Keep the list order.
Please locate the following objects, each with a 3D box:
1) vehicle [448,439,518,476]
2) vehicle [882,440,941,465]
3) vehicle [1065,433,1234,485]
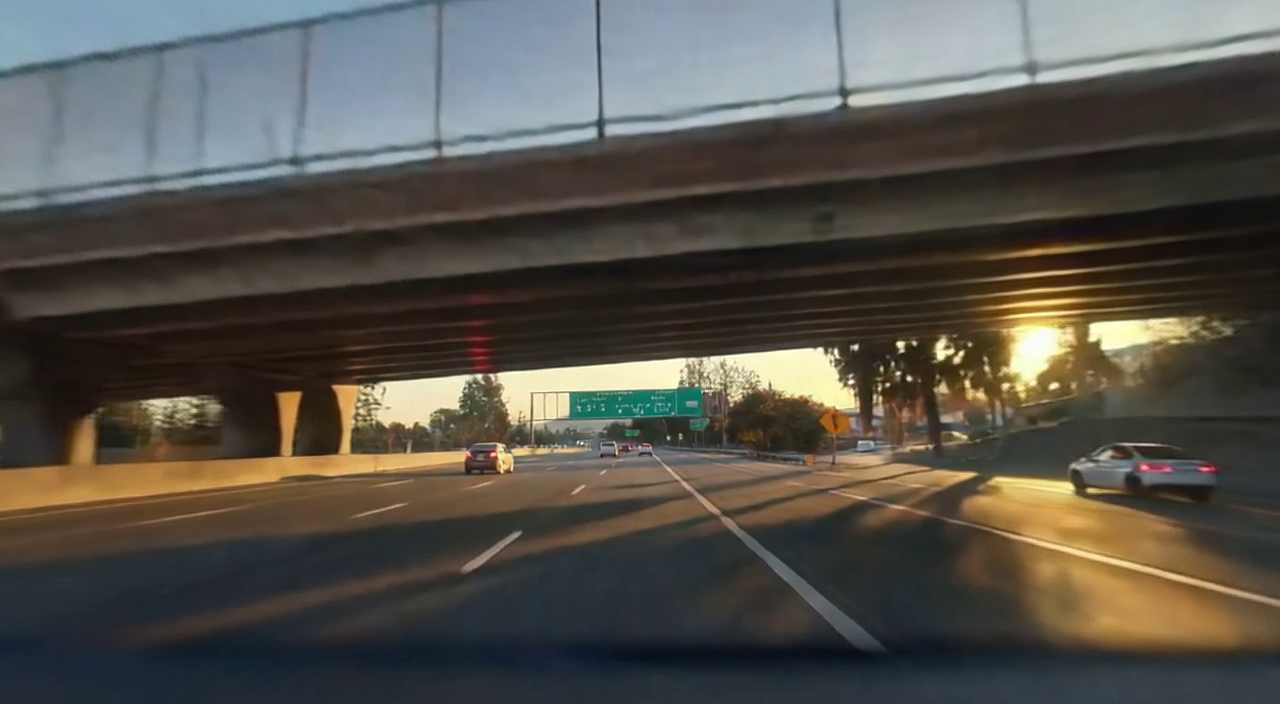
[{"bbox_3d":[-6.898,4.666,28.143,1.985,1.513,4.172,0,-9,1],"label":"vehicle"},{"bbox_3d":[18.383,6.832,42.905,1.989,1.529,4.791,0,-9,1],"label":"vehicle"},{"bbox_3d":[17.307,3.651,21.782,1.884,1.567,4.692,0,-9,0],"label":"vehicle"}]
